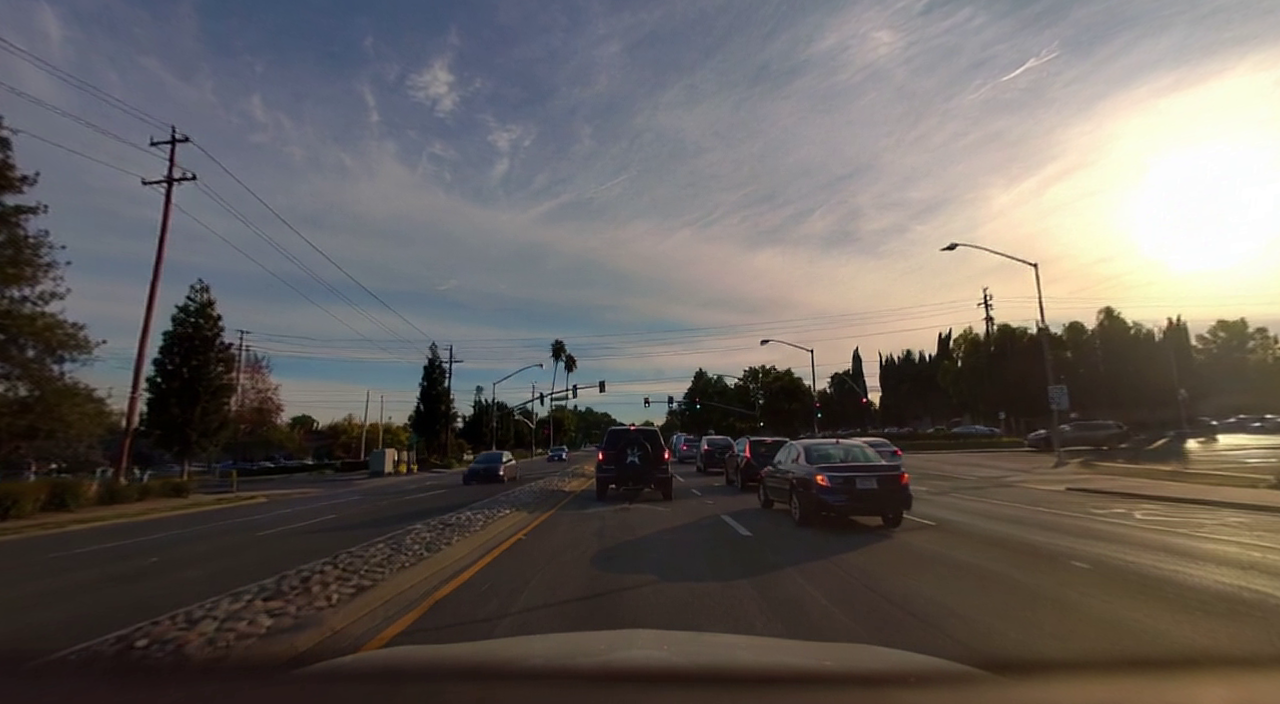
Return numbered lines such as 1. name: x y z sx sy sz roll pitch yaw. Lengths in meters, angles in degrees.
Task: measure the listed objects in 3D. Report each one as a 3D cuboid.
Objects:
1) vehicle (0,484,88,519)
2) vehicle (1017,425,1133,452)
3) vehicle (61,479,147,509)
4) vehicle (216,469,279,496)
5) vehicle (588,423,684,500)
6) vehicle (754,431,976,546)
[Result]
1. vehicle: -32.673 7.995 33.803 4.224 1.614 2.123 -1 -9 1
2. vehicle: 33.663 6.786 49.065 7.088 1.918 2.678 -7 -11 38
3. vehicle: -33.361 8.847 39.394 3.637 1.483 2.007 -2 -6 1
4. vehicle: -25.413 8.414 40.900 3.826 1.522 1.741 -5 -9 29
5. vehicle: -0.120 2.958 17.354 2.300 1.821 4.254 0 -9 -1
6. vehicle: 3.317 2.103 10.474 1.984 1.462 4.513 0 -9 0
